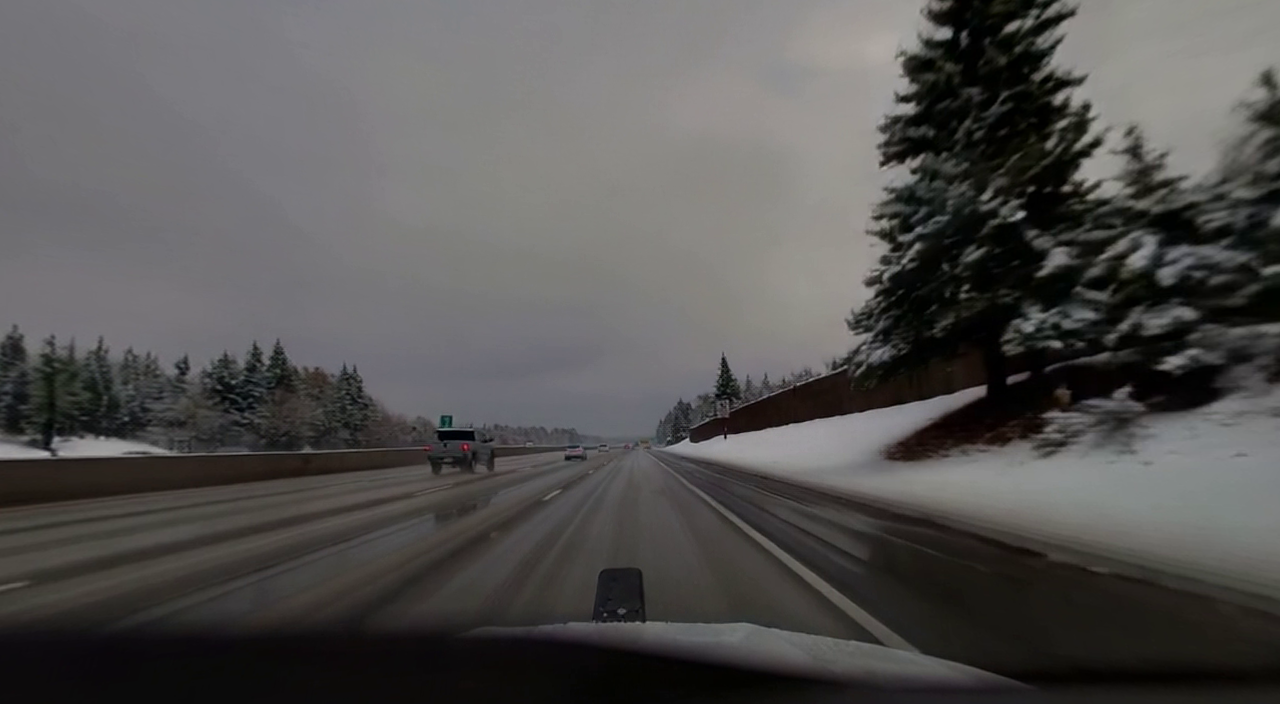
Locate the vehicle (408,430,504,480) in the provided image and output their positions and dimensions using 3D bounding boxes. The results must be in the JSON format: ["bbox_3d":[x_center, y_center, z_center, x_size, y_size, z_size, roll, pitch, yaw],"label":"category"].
[{"bbox_3d":[-7.807,4.465,27.606,2.351,1.922,6.335,0,-8,0],"label":"vehicle"}]

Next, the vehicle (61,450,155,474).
[{"bbox_3d":[-36.823,7.603,43.820,1.946,1.544,5.230,0,-8,0],"label":"vehicle"}]

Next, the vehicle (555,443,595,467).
[{"bbox_3d":[-4.145,6.633,40.867,2.106,1.452,4.525,0,-8,0],"label":"vehicle"}]
